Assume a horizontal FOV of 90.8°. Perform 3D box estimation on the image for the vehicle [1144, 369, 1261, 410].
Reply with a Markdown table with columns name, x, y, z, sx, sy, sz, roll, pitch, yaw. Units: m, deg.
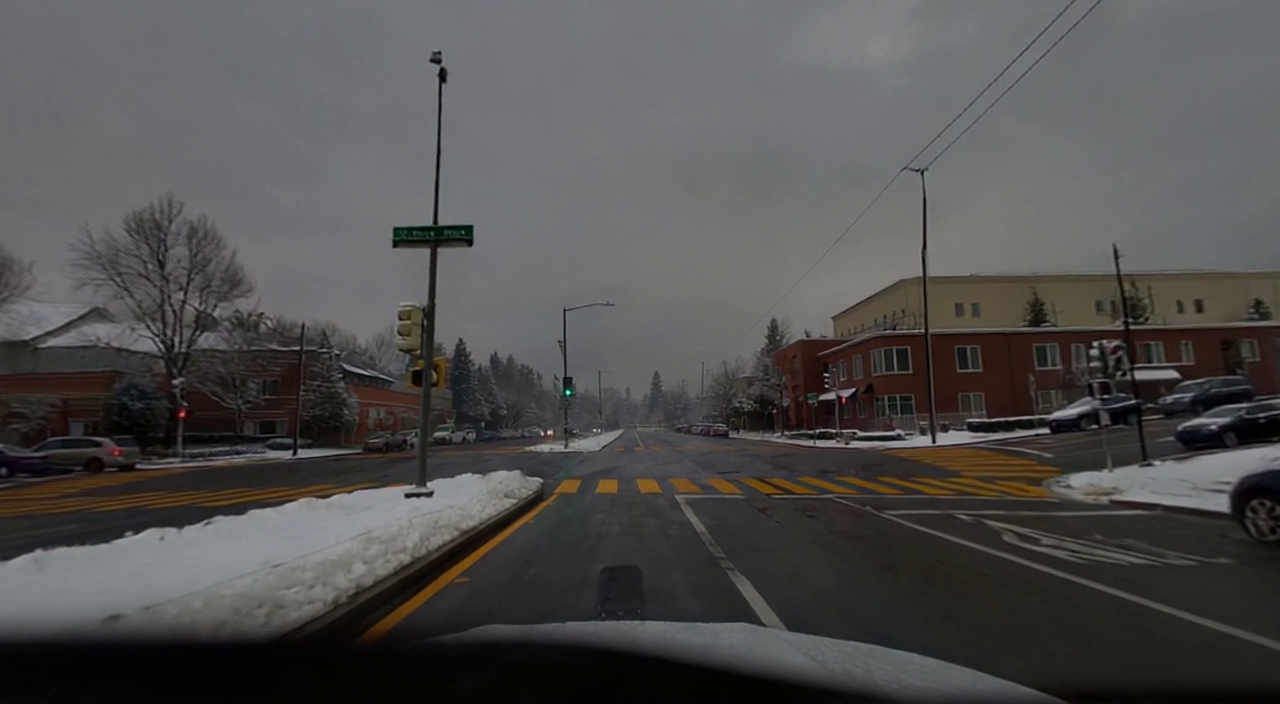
| name | x | y | z | sx | sy | sz | roll | pitch | yaw |
| --- | --- | --- | --- | --- | --- | --- | --- | --- | --- |
| vehicle | 27.903 | 1.851 | 31.438 | 3.978 | 1.843 | 1.874 | -2 | -2 | 1 |

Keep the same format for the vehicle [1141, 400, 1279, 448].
| name | x | y | z | sx | sy | sz | roll | pitch | yaw |
| --- | --- | --- | --- | --- | --- | --- | --- | --- | --- |
| vehicle | 19.678 | 2.419 | 21.041 | 4.341 | 1.481 | 1.837 | 0 | -9 | -1 |

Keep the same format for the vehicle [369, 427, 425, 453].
| name | x | y | z | sx | sy | sz | roll | pitch | yaw |
| --- | --- | --- | --- | --- | --- | --- | --- | --- | --- |
| vehicle | -18.562 | 6.762 | 48.520 | 2.225 | 1.871 | 5.189 | 0 | -9 | -1 |

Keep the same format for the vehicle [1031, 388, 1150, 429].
| name | x | y | z | sx | sy | sz | roll | pitch | yaw |
| --- | --- | --- | --- | --- | --- | --- | --- | --- | --- |
| vehicle | 22.164 | 2.765 | 31.190 | 4.531 | 1.753 | 1.964 | -2 | -2 | -5 |

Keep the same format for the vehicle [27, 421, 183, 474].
| name | x | y | z | sx | sy | sz | roll | pitch | yaw |
| --- | --- | --- | --- | --- | --- | --- | --- | --- | --- |
| vehicle | -25.797 | 4.618 | 30.635 | 5.319 | 2.388 | 2.288 | 0 | -9 | -1 |
